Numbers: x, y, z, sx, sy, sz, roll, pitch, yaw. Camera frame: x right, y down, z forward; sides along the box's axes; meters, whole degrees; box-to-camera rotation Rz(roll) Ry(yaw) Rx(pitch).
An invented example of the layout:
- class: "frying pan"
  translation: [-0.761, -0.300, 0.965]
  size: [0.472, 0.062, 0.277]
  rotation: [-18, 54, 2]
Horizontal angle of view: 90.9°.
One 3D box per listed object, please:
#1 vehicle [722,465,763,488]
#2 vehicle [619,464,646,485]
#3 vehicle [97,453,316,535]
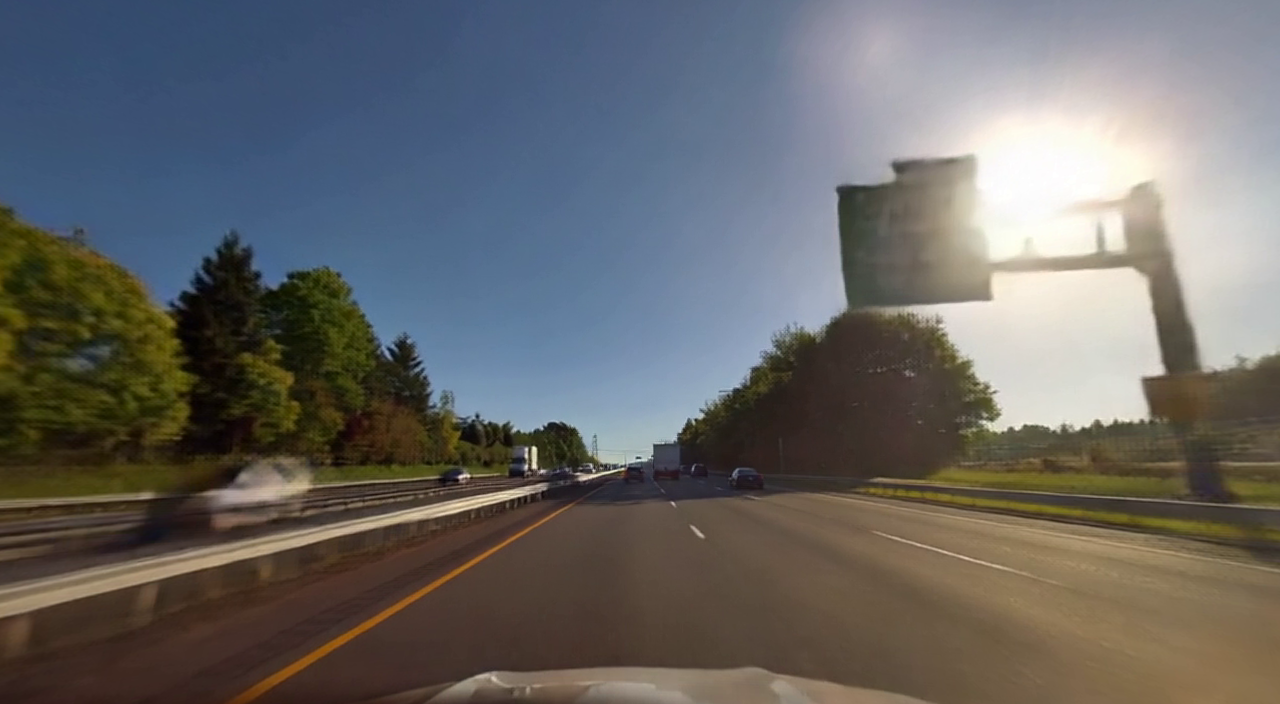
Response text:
- class: "vehicle"
  translation: [6.969, 8.512, 43.232]
  size: [1.977, 1.494, 4.311]
  rotation: [1, -10, -2]
- class: "vehicle"
  translation: [-0.571, 9.394, 48.469]
  size: [2.025, 1.452, 3.927]
  rotation: [1, -10, -1]
- class: "vehicle"
  translation: [-9.408, 3.115, 14.234]
  size: [1.910, 1.532, 4.251]
  rotation: [1, -10, 0]
